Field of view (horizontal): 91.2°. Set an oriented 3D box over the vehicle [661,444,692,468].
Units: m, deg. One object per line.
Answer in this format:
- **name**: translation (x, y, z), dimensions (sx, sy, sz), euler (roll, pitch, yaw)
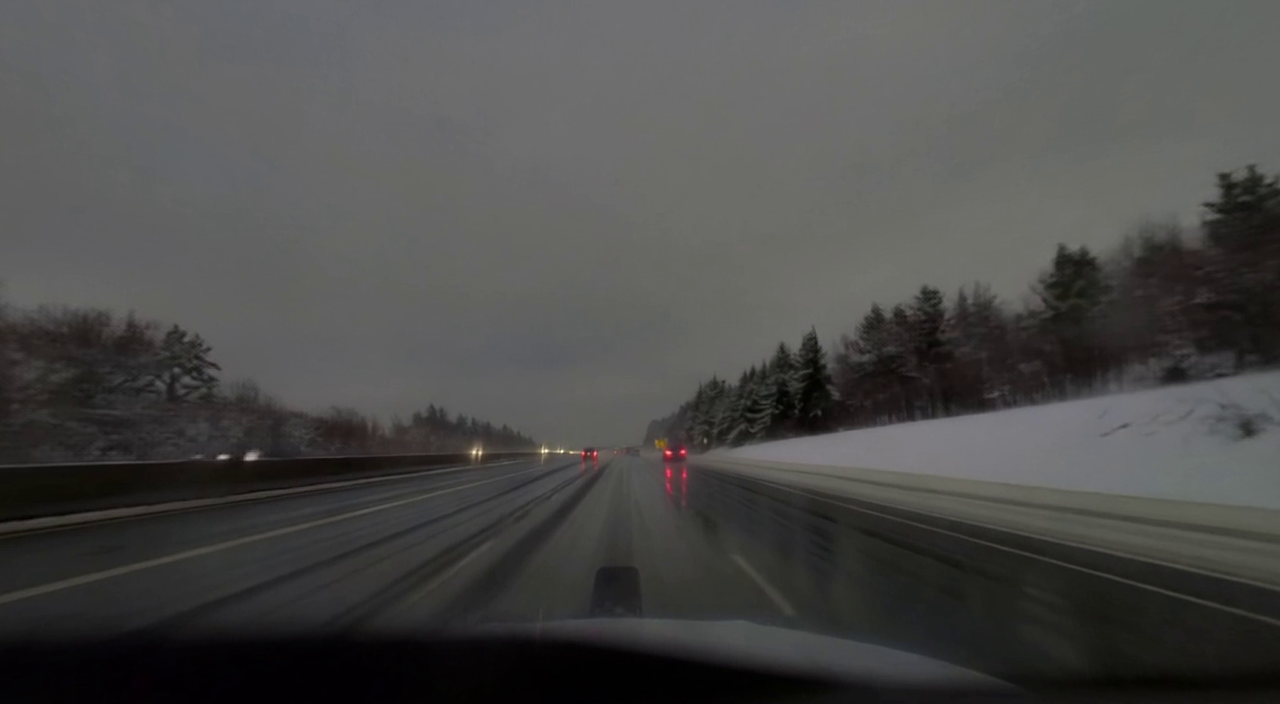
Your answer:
- **vehicle**: translation (2.464, 7.187, 43.377), dimensions (1.895, 1.555, 4.030), euler (0, -9, 0)
